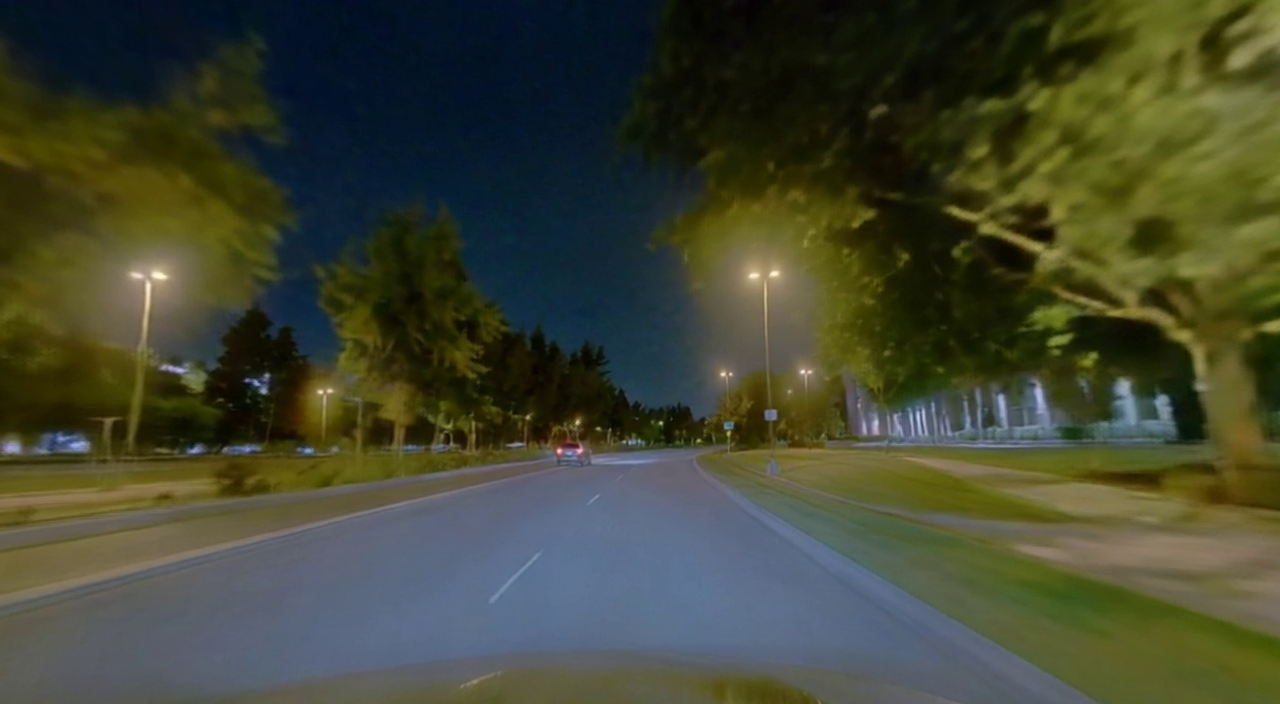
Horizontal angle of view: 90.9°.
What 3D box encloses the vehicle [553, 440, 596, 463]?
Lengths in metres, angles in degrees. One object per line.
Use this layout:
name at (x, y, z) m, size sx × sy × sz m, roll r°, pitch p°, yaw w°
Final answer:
vehicle at (-4.327, 6.659, 42.463) m, size 1.945 × 1.461 × 4.605 m, roll -1°, pitch -8°, yaw 6°
